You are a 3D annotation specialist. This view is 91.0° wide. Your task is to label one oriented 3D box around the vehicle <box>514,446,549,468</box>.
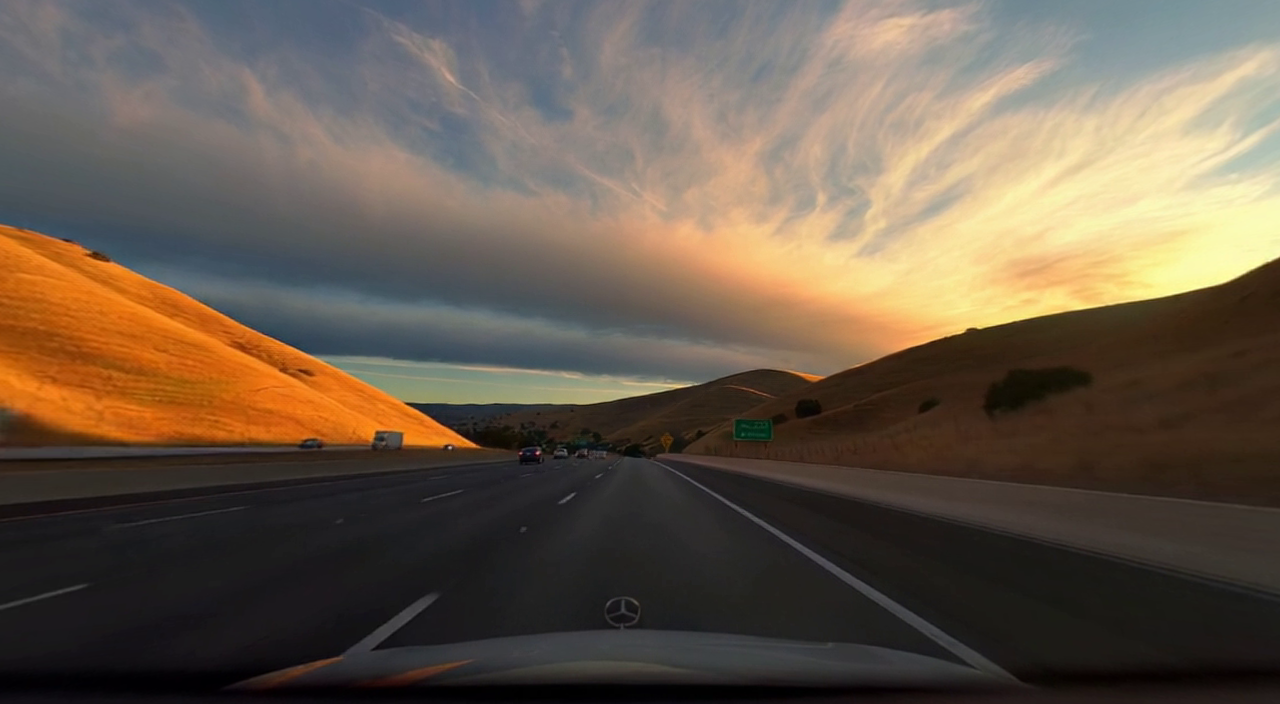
[{"bbox_3d":[-8.523,8.274,49.769,2.045,1.624,4.338,0,-9,-1],"label":"vehicle"}]
